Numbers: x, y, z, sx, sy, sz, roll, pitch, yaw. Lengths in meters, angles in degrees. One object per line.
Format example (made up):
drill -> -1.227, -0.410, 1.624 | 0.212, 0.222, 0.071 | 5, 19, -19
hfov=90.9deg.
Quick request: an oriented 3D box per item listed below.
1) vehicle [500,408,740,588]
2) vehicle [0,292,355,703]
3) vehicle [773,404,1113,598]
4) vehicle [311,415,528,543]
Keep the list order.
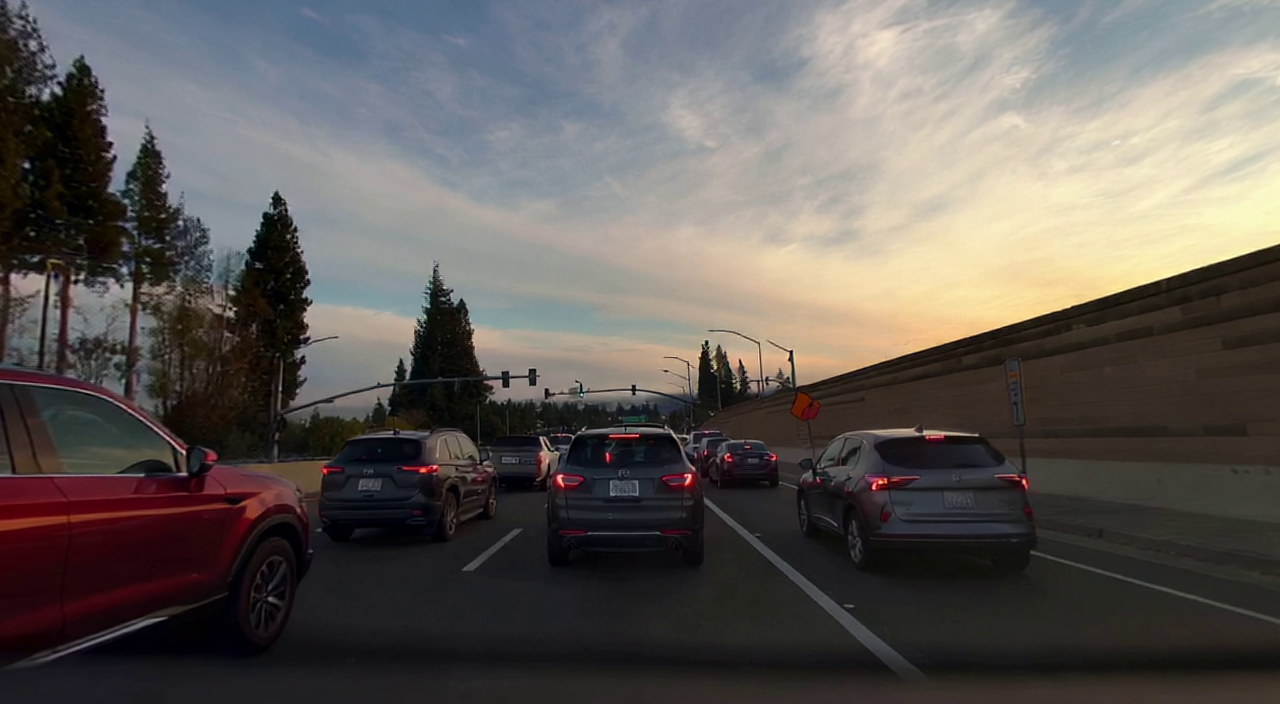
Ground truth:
vehicle -> -0.157, 1.657, 7.947 | 2.245, 1.677, 3.913 | 0, -8, 1
vehicle -> -3.511, 0.833, 3.117 | 2.070, 1.913, 4.450 | 0, -8, 0
vehicle -> 3.145, 1.632, 7.793 | 2.029, 1.702, 4.281 | 0, -8, 0
vehicle -> -3.487, 2.108, 11.138 | 2.067, 1.759, 4.631 | 0, -8, 1
